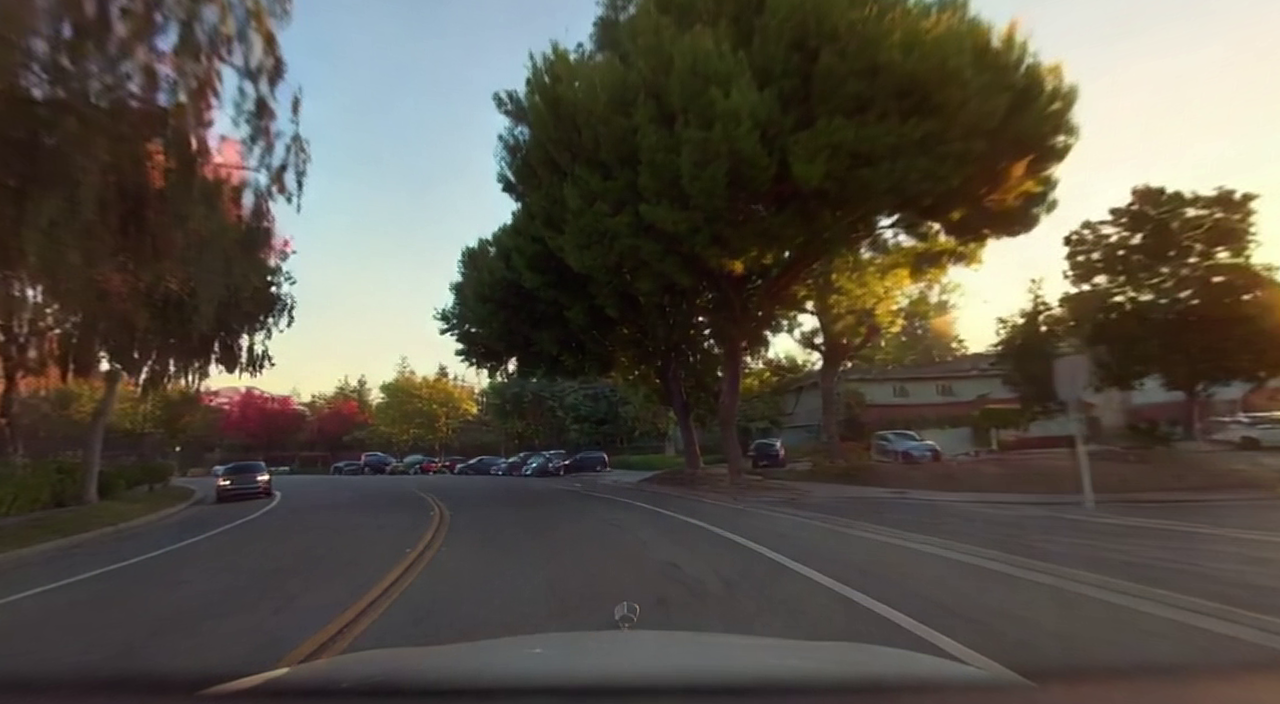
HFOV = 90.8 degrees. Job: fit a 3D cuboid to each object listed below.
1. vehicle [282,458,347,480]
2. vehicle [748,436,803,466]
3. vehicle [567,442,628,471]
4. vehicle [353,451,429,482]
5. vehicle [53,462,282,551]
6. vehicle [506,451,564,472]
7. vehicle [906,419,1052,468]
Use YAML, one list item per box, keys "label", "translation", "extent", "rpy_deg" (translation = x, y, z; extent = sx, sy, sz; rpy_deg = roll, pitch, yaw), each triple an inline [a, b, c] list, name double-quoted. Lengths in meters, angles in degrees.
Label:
- label: "vehicle"
  translation: [-24.544, 8.779, 47.636]
  extent: [4.611, 1.519, 2.053]
  rpy_deg: [-5, -10, 28]
- label: "vehicle"
  translation: [8.407, 6.046, 38.900]
  extent: [1.900, 1.711, 4.666]
  rpy_deg: [-5, -10, 30]
- label: "vehicle"
  translation: [-3.010, 7.518, 45.738]
  extent: [2.229, 1.723, 4.372]
  rpy_deg: [-4, -6, 32]
- label: "vehicle"
  translation: [-16.489, 7.505, 41.726]
  extent: [5.202, 1.817, 2.042]
  rpy_deg: [-5, -9, 36]
- label: "vehicle"
  translation: [-11.405, 3.683, 16.185]
  extent: [2.772, 1.161, 7.241]
  rpy_deg: [0, -6, -21]
- label: "vehicle"
  translation: [-7.947, 8.333, 48.153]
  extent: [2.036, 1.517, 4.225]
  rpy_deg: [-6, -10, 30]
- label: "vehicle"
  translation: [12.063, 3.308, 22.681]
  extent: [4.308, 1.433, 1.871]
  rpy_deg: [-7, -7, 28]
